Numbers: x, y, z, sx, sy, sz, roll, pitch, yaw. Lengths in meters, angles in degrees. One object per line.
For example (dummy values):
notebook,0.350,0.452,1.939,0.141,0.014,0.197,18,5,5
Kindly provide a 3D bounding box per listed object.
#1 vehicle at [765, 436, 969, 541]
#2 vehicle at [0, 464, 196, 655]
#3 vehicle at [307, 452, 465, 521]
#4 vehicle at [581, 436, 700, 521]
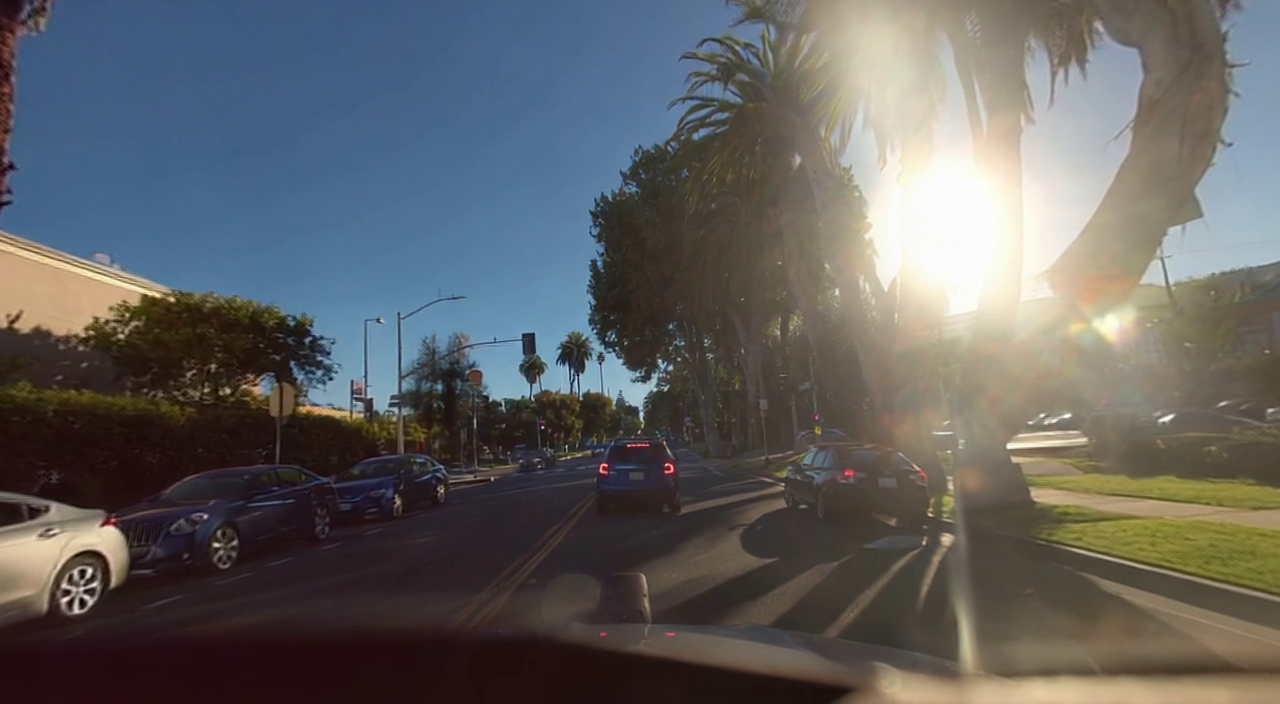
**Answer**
vehicle,3.562,2.200,10.912,1.821,1.417,4.454,0,-8,-1
vehicle,-6.176,1.725,5.105,1.850,1.482,4.454,0,-8,1
vehicle,-6.370,3.390,16.554,2.105,1.469,4.693,0,-8,1
vehicle,-0.001,2.500,13.039,2.060,1.452,4.078,0,-8,0
